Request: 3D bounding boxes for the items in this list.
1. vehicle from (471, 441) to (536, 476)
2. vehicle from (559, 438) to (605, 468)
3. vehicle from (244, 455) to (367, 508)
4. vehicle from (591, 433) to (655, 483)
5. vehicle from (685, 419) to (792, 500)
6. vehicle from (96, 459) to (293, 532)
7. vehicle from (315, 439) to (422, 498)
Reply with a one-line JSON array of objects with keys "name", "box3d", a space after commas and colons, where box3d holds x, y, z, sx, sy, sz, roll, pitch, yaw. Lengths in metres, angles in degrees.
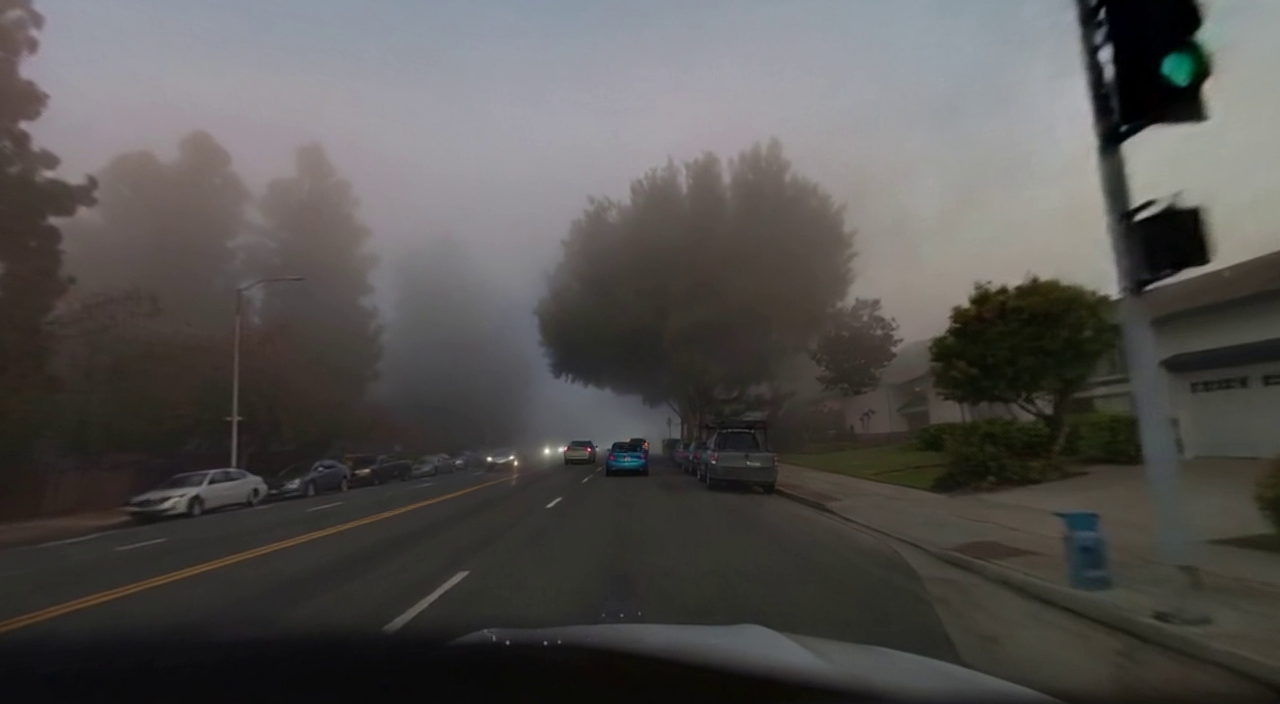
[{"name": "vehicle", "box3d": [-6.484, 5.098, 30.552, 1.998, 1.518, 4.817, 0, -8, 1]}, {"name": "vehicle", "box3d": [-3.093, 5.473, 34.468, 2.117, 1.528, 4.277, 0, -8, -1]}, {"name": "vehicle", "box3d": [-12.140, 4.675, 23.362, 2.047, 1.497, 4.949, -4, -8, -2]}, {"name": "vehicle", "box3d": [-0.560, 3.710, 22.411, 2.041, 1.575, 4.304, 0, -8, 0]}, {"name": "vehicle", "box3d": [2.482, 2.877, 17.221, 2.119, 1.884, 4.567, 0, -8, -1]}, {"name": "vehicle", "box3d": [-12.434, 3.989, 18.212, 2.050, 1.518, 5.115, -3, -8, -1]}, {"name": "vehicle", "box3d": [-12.306, 5.248, 29.250, 2.249, 2.093, 6.297, -8, -7, -3]}]
